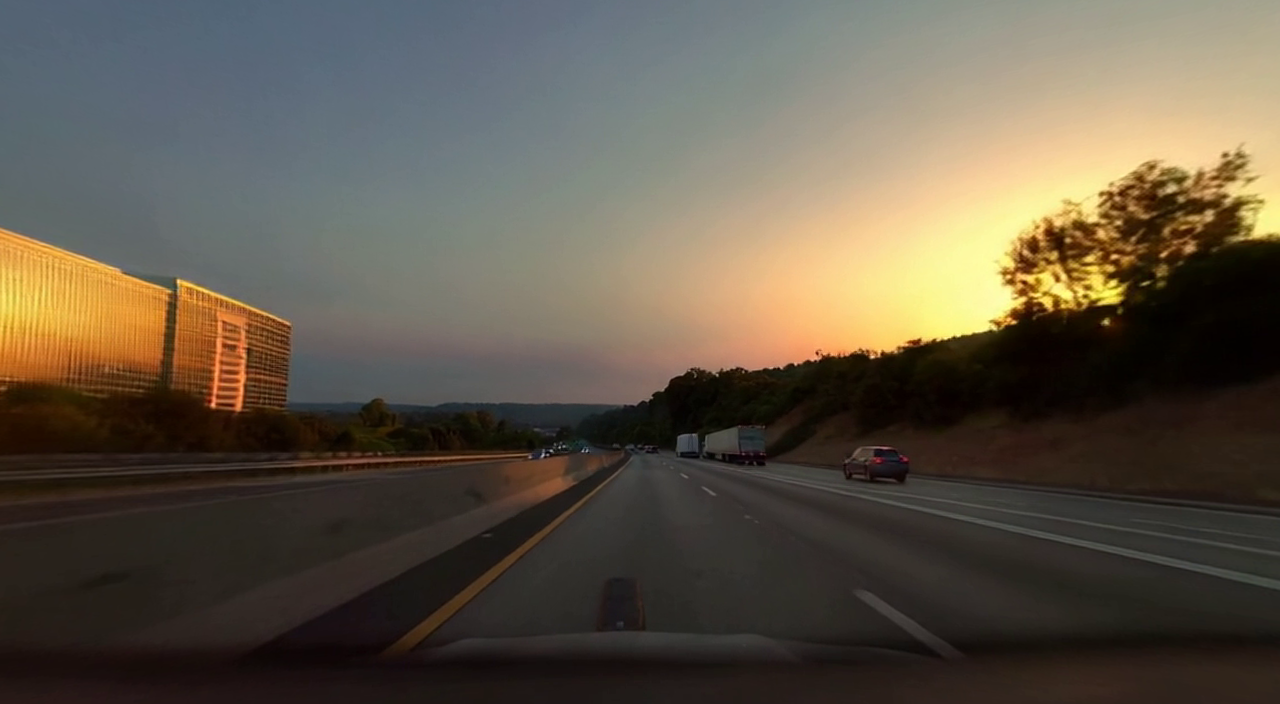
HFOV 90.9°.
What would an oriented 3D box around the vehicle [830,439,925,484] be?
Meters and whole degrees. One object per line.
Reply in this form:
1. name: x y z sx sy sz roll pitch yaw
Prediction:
1. vehicle: 10.171 4.727 27.485 2.129 1.735 4.880 0 -9 -1
